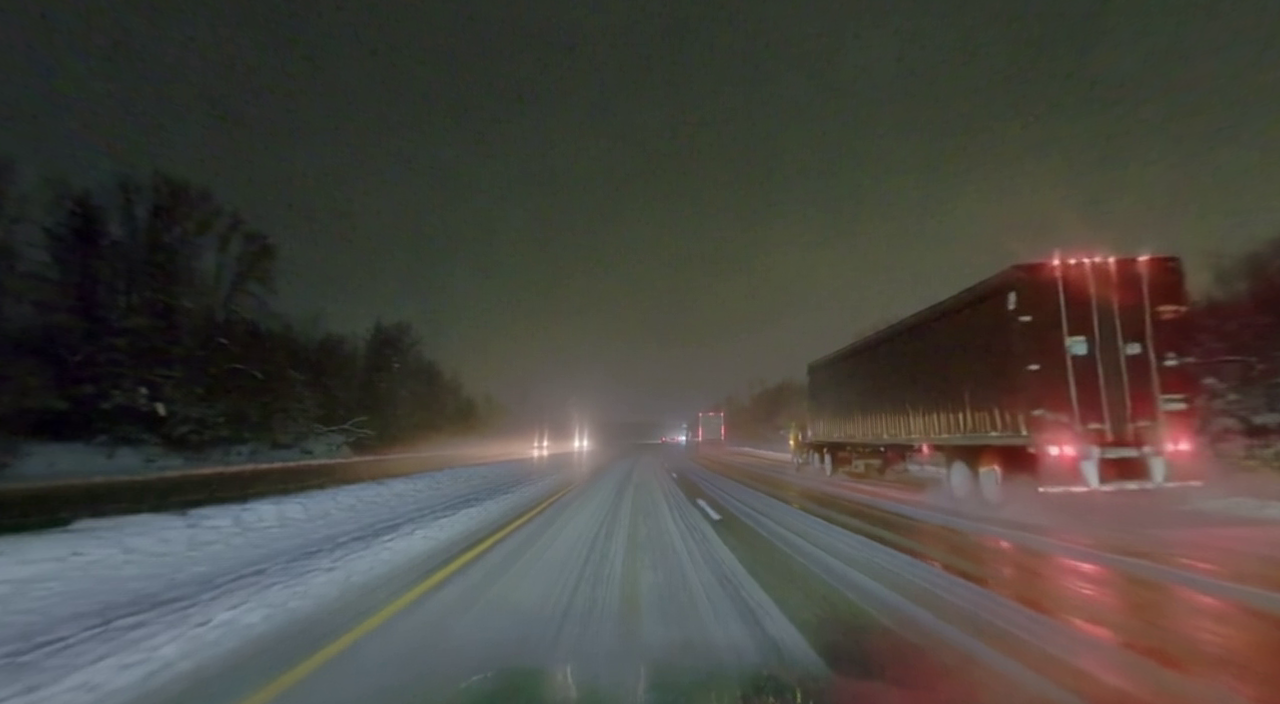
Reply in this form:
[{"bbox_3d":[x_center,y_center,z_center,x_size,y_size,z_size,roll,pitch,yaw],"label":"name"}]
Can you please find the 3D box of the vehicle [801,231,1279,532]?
[{"bbox_3d":[7.252,1.315,15.446,2.885,4.075,13.981,0,-8,0],"label":"vehicle"}]
